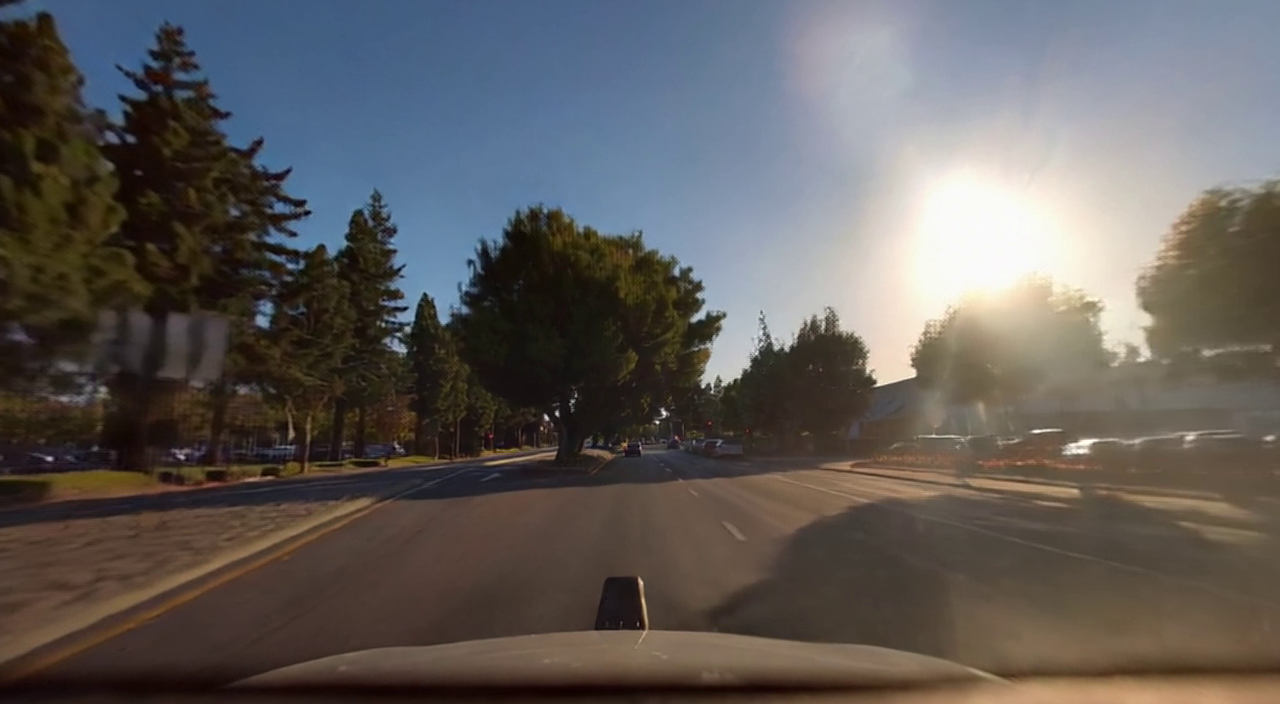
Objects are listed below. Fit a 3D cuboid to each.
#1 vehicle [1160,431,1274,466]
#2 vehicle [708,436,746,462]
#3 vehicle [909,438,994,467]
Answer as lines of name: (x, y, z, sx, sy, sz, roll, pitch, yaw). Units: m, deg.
vehicle: (30.928, 5.200, 33.938, 4.454, 1.778, 2.070, 1, -9, -10)
vehicle: (6.252, 7.074, 46.017, 1.985, 1.758, 4.523, 0, -9, -2)
vehicle: (17.775, 5.746, 36.101, 3.923, 1.575, 1.882, 2, -9, -12)
